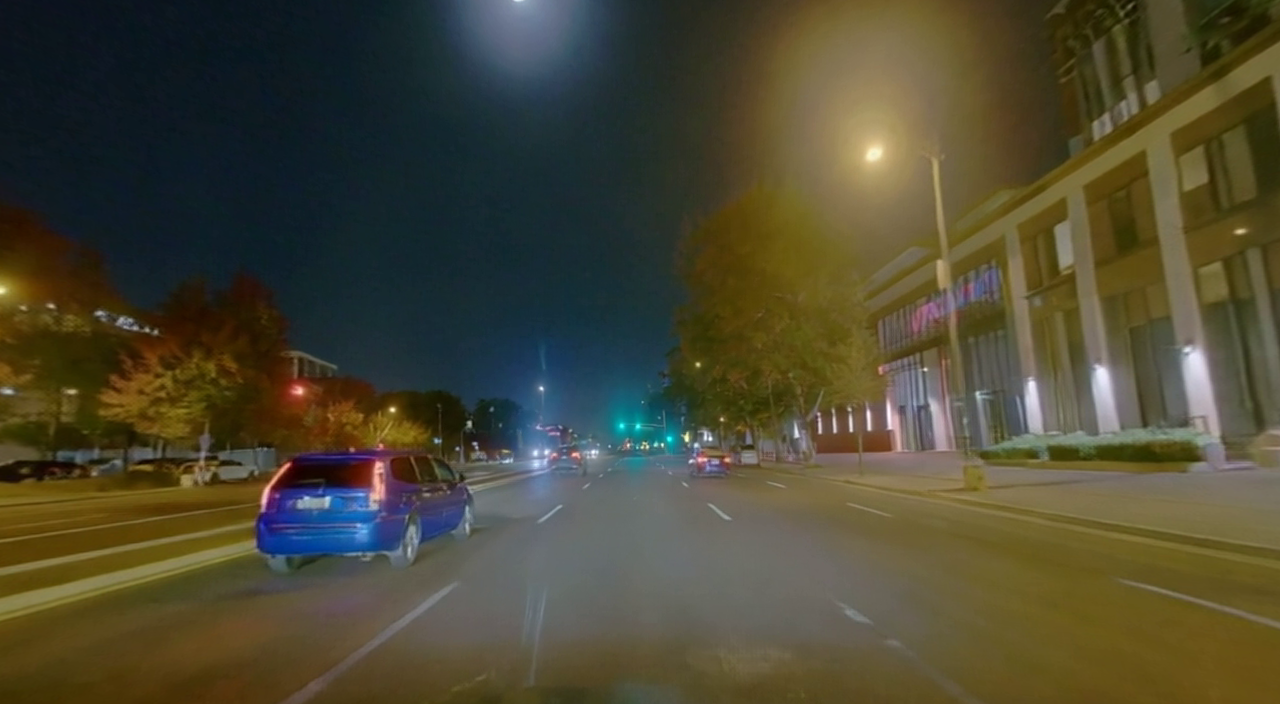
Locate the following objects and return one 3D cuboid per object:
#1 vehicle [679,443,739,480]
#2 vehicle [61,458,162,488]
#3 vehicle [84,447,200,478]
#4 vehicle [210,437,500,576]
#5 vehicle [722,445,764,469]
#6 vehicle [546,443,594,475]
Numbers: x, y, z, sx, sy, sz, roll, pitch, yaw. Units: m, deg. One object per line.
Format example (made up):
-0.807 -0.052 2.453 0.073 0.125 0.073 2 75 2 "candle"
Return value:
2.929 4.762 27.744 1.961 1.482 4.538 0 -9 -2 "vehicle"
-29.105 6.664 34.872 3.907 1.533 1.829 0 -9 -1 "vehicle"
-29.488 6.524 37.523 4.987 1.709 2.267 -1 -9 2 "vehicle"
-3.540 1.991 9.012 2.060 1.466 4.387 0 -9 0 "vehicle"
6.621 6.798 41.049 1.896 1.479 4.416 0 -9 -2 "vehicle"
-3.869 6.005 35.680 2.145 1.694 4.642 0 -8 1 "vehicle"
